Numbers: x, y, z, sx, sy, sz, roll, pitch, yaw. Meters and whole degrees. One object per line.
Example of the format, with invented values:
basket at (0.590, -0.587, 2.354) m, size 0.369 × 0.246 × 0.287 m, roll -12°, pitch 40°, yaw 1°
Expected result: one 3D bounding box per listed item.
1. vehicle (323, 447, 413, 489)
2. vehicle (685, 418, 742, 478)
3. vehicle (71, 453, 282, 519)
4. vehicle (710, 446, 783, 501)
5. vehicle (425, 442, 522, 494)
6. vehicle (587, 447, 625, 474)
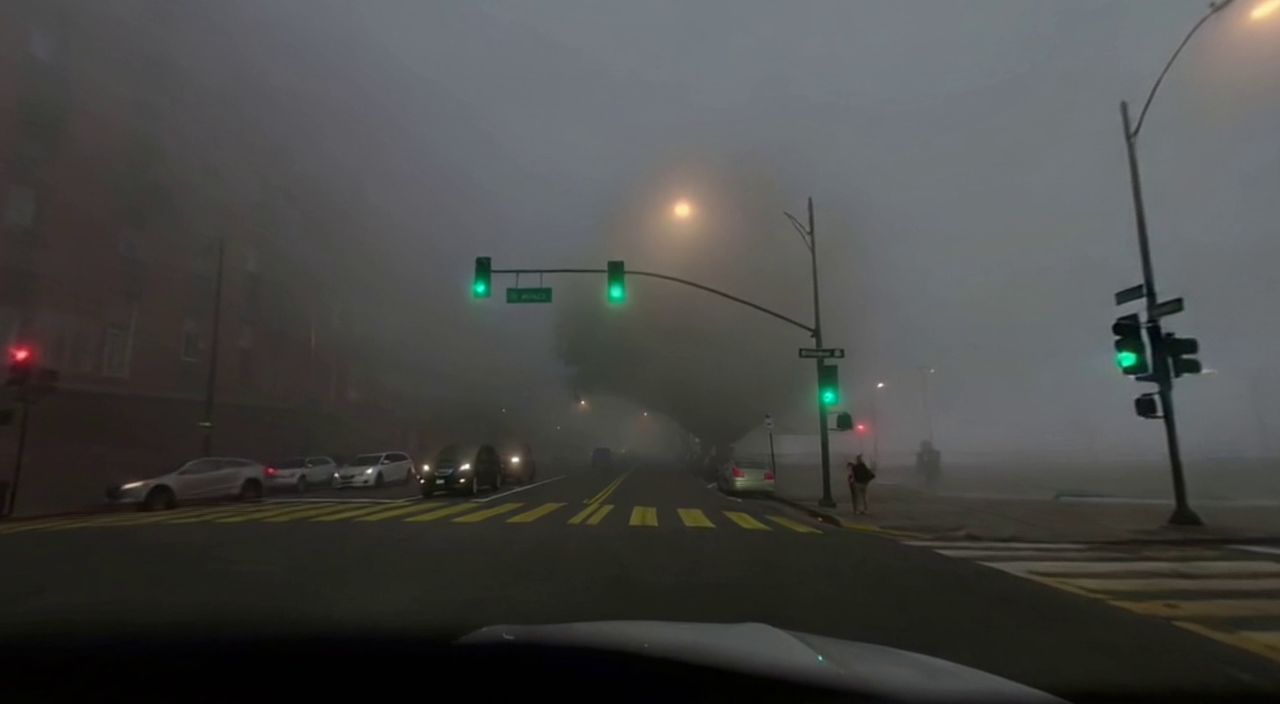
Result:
vehicle at (-11.560, 4.926, 27.106) m, size 1.933 × 1.628 × 3.973 m, roll 0°, pitch -8°, yaw 2°
vehicle at (4.613, 6.232, 41.124) m, size 2.989 × 3.455 × 7.975 m, roll 0°, pitch -8°, yaw 2°
vehicle at (-12.247, 3.520, 17.156) m, size 1.934 × 1.434 × 4.636 m, roll -1°, pitch -8°, yaw 6°
vehicle at (3.775, 4.358, 23.050) m, size 1.924 × 1.765 × 3.954 m, roll 0°, pitch -8°, yaw -1°
vehicle at (-5.436, 3.808, 21.158) m, size 1.942 × 1.559 × 4.298 m, roll 0°, pitch -8°, yaw 2°
vehicle at (-1.986, 6.464, 37.779) m, size 1.973 × 1.496 × 3.713 m, roll 0°, pitch -8°, yaw 1°
